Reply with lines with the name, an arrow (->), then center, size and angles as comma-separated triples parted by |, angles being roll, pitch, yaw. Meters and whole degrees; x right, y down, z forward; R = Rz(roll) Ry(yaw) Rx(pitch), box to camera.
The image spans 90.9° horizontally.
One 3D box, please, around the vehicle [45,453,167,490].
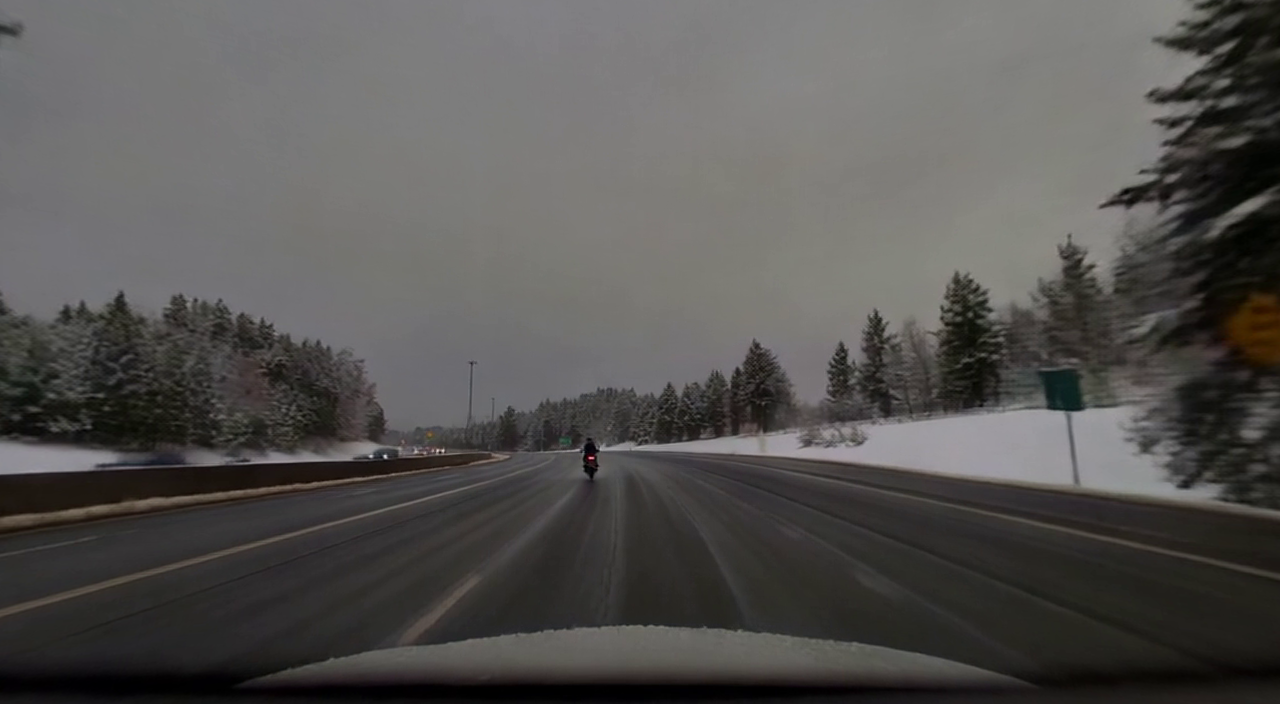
vehicle -> -26.416, 5.877, 31.465 | 2.216, 1.591, 4.677 | 0, -8, -4
